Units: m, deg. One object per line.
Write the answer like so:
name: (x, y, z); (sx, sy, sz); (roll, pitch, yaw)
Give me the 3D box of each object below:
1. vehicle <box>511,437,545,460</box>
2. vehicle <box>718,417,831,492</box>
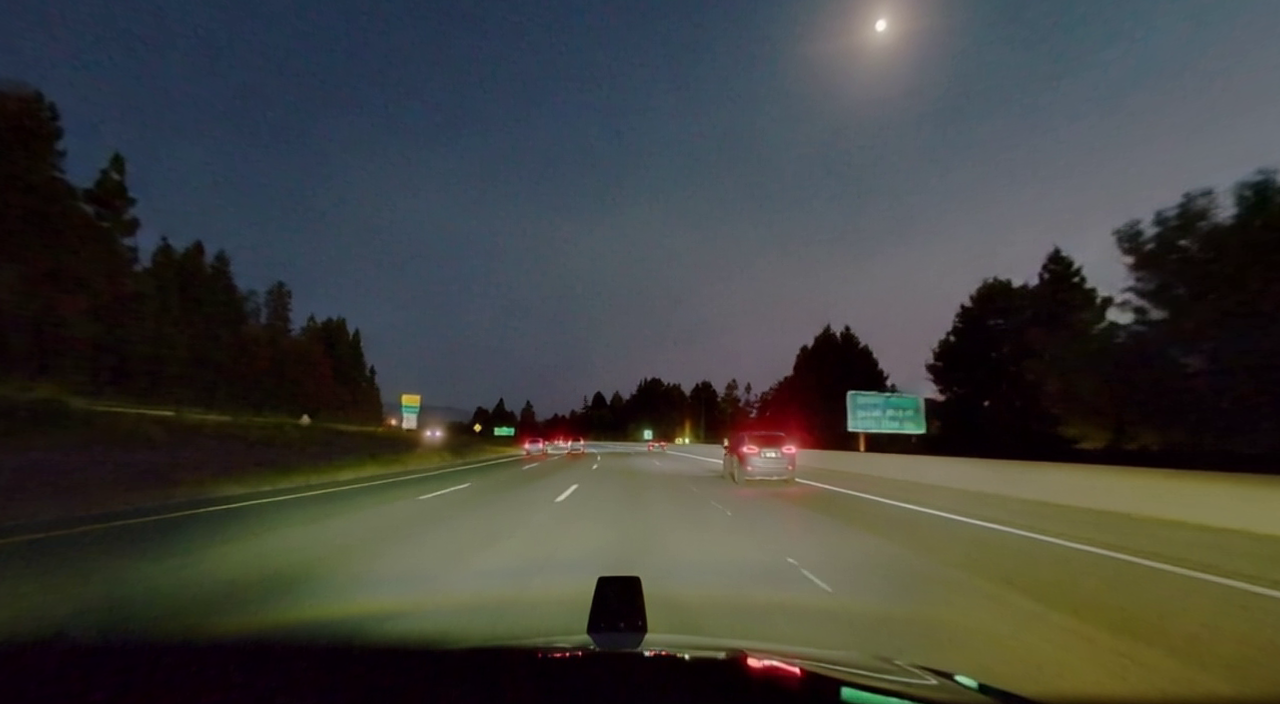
vehicle: (-8.568, 7.397, 48.465); (2.064, 1.645, 4.286); (0, -8, -4)
vehicle: (3.505, 2.781, 17.367); (2.043, 1.795, 4.347); (0, -8, -2)
